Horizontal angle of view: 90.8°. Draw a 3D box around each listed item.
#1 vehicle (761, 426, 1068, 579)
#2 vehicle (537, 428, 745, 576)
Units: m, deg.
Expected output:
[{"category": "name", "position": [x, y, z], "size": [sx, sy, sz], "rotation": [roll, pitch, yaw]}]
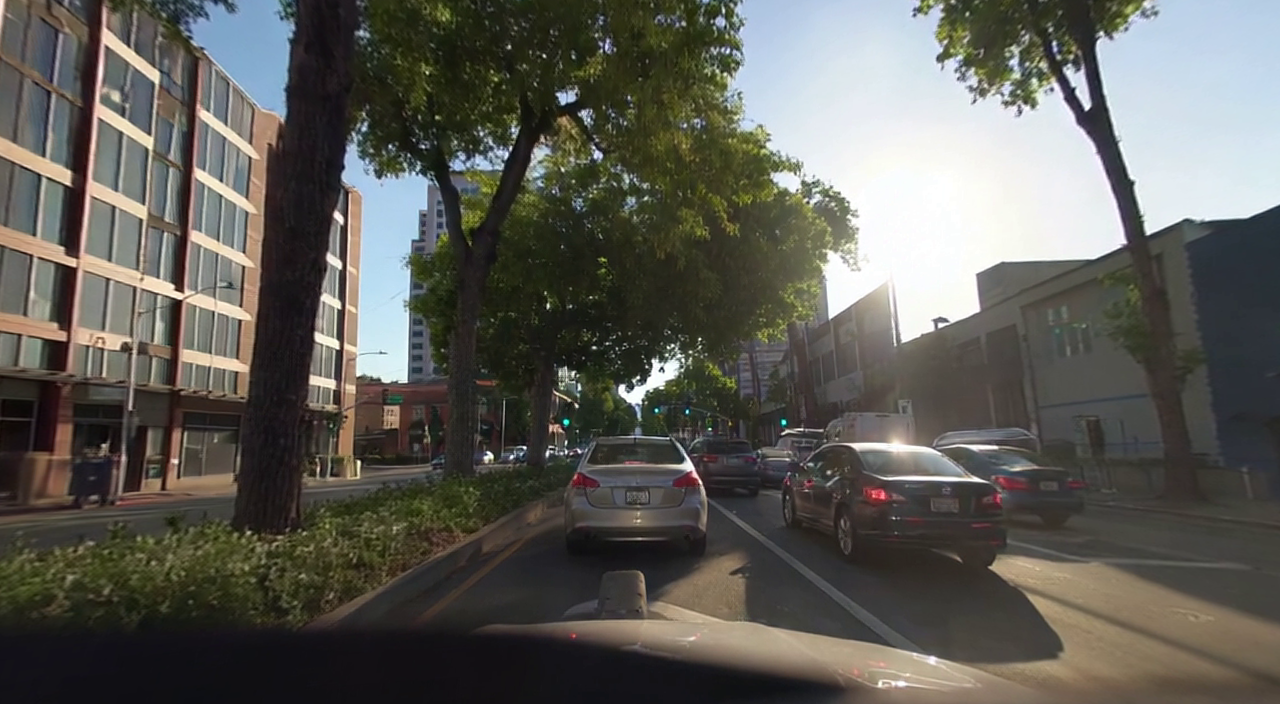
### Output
[{"category": "vehicle", "position": [3.134, 1.809, 8.513], "size": [1.995, 1.483, 4.533], "rotation": [0, -8, -2]}, {"category": "vehicle", "position": [-0.036, 1.825, 8.532], "size": [2.105, 1.474, 4.127], "rotation": [0, -8, -1]}]
